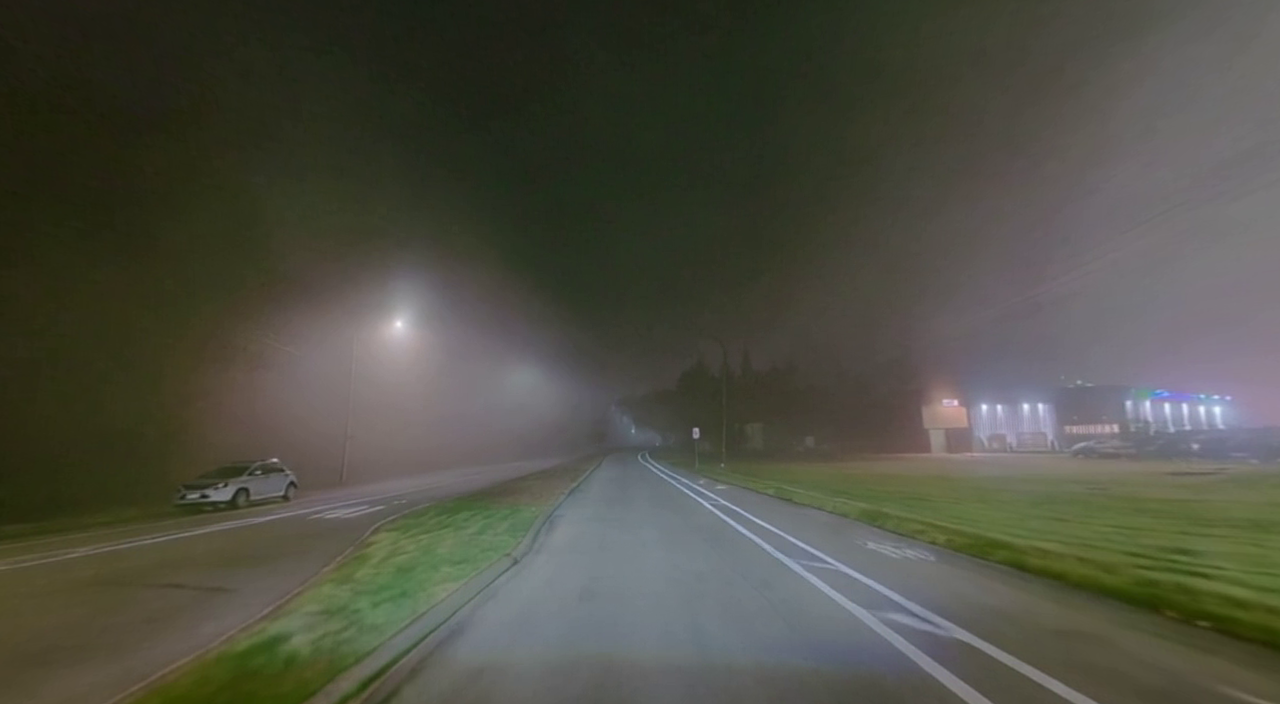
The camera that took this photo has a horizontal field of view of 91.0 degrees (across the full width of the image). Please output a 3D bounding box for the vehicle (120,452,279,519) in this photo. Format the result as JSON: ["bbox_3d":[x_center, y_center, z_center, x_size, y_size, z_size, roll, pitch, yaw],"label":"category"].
[{"bbox_3d":[-13.076,3.944,19.093,1.952,1.632,4.200,-5,-9,-2],"label":"vehicle"}]
